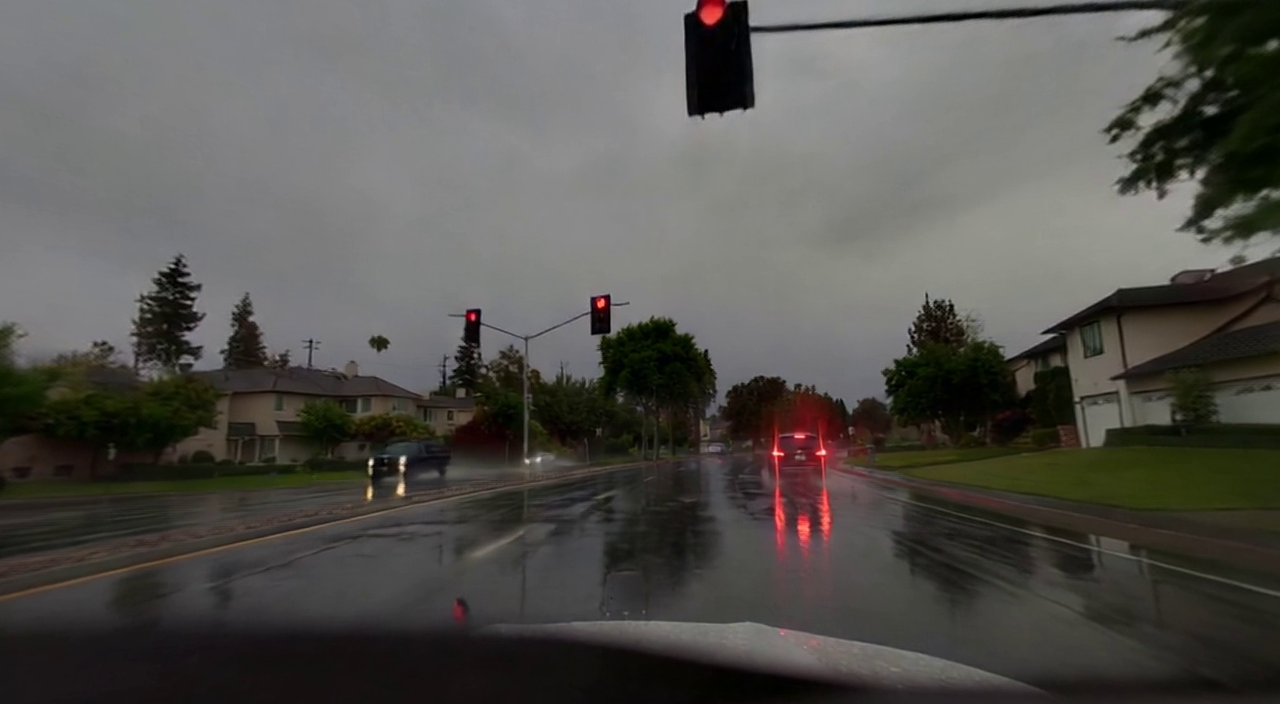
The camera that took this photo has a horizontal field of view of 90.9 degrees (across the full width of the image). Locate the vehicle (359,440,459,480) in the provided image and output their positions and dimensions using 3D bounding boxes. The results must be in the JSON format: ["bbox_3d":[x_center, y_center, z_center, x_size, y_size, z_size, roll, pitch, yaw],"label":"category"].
[{"bbox_3d":[-12.828,5.997,35.549,2.555,2.009,6.050,-1,-8,9],"label":"vehicle"}]

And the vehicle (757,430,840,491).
[{"bbox_3d":[5.286,3.671,21.695,2.141,1.833,4.704,-1,-8,6],"label":"vehicle"}]
